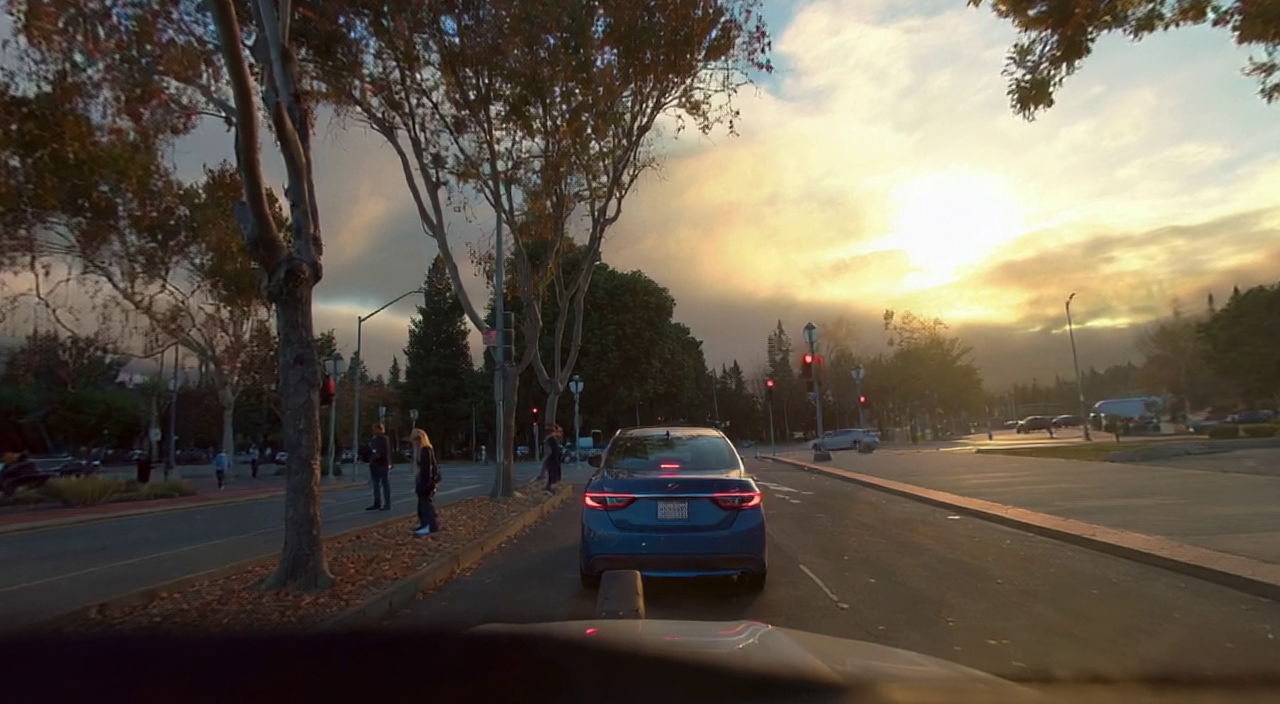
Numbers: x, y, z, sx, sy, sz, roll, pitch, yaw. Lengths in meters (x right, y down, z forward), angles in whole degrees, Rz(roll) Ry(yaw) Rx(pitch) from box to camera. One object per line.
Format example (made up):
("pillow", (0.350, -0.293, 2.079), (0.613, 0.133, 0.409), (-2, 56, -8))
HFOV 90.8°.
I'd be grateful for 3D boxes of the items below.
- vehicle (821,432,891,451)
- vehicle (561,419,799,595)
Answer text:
("vehicle", (16.812, 7.001, 49.332), (4.830, 1.461, 1.883), (0, -9, 3))
("vehicle", (0.372, 1.617, 7.398), (2.035, 1.499, 3.799), (0, -8, 1))
